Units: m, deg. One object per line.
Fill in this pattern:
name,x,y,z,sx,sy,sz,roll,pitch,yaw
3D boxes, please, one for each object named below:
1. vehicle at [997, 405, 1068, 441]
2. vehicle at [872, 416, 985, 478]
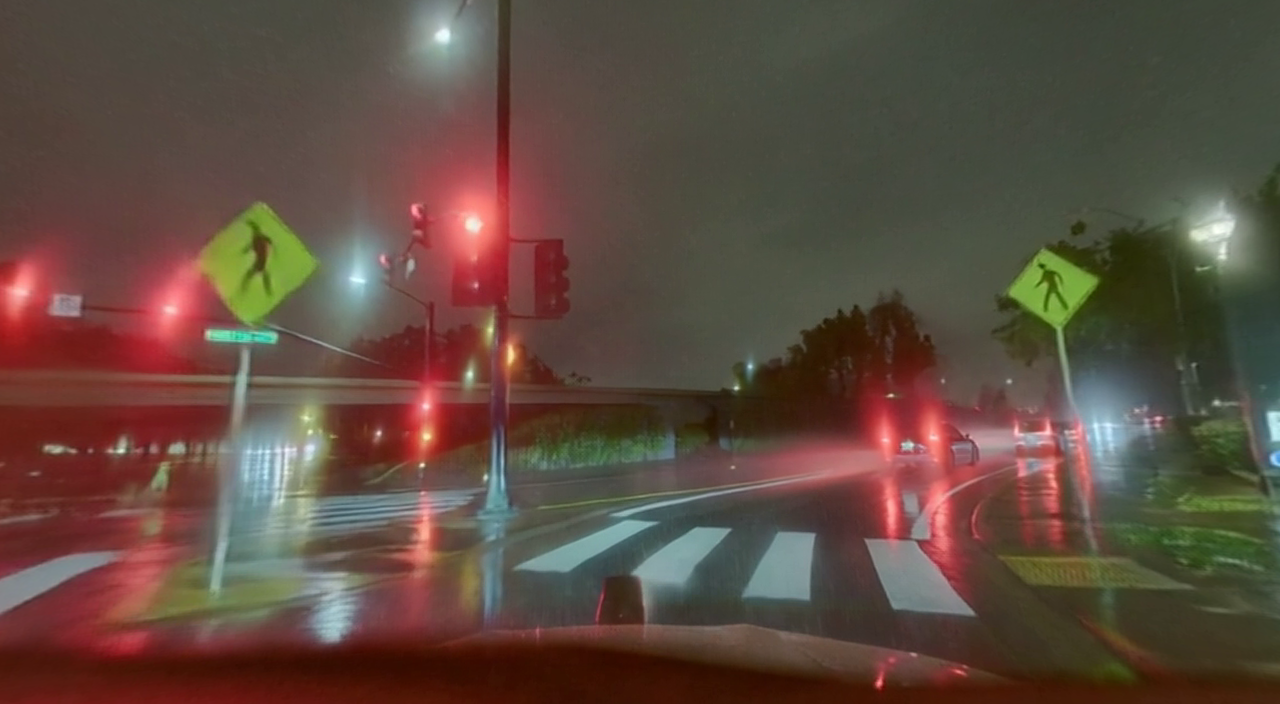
vehicle,23.606,4.326,37.913,5.144,1.954,2.122,7,-11,-42
vehicle,8.644,2.804,18.749,1.908,1.622,4.166,-7,-11,39
